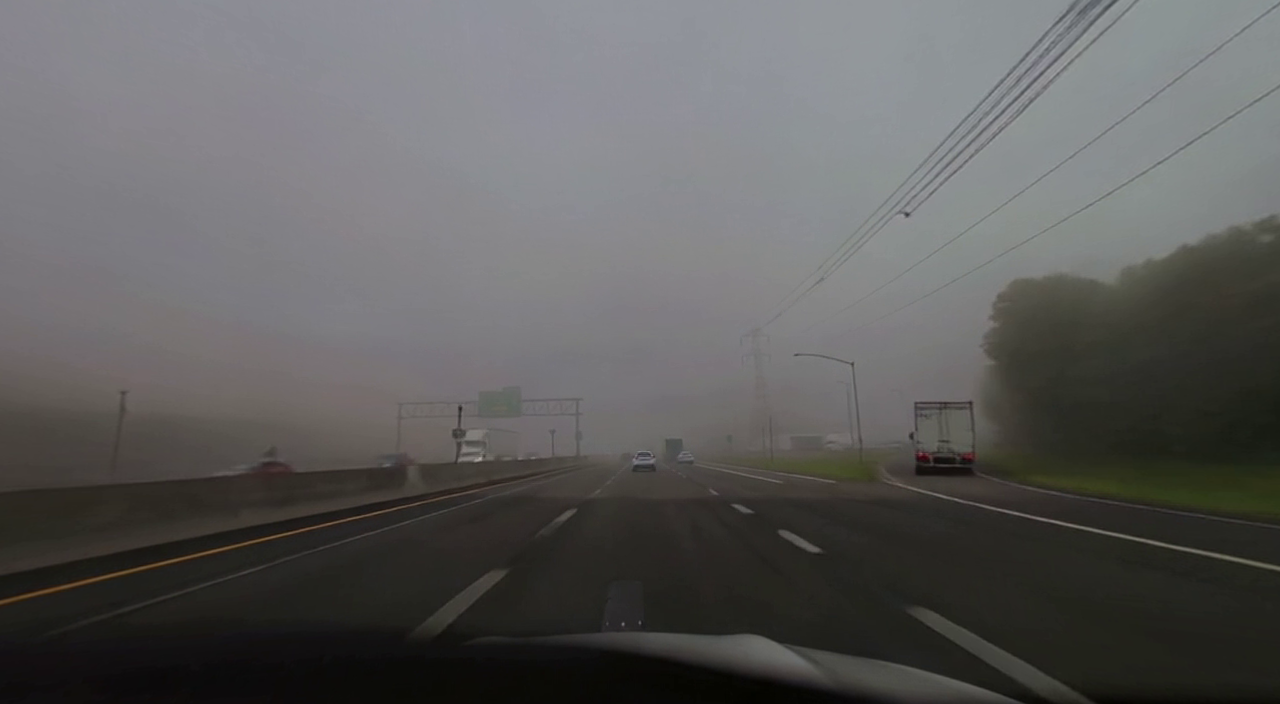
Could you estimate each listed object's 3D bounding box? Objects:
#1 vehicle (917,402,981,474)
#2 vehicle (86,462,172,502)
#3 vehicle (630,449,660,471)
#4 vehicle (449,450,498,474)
[{"bbox_3d":[20.922,5.947,43.028,3.327,4.408,8.189,-4,-10,24],"label":"vehicle"},{"bbox_3d":[-33.418,8.454,41.481,2.029,2.231,6.297,3,-9,-17],"label":"vehicle"},{"bbox_3d":[0.383,8.072,47.291,2.111,1.599,3.859,0,-9,1],"label":"vehicle"},{"bbox_3d":[-11.231,7.423,42.863,1.950,1.505,4.757,0,-9,1],"label":"vehicle"}]
